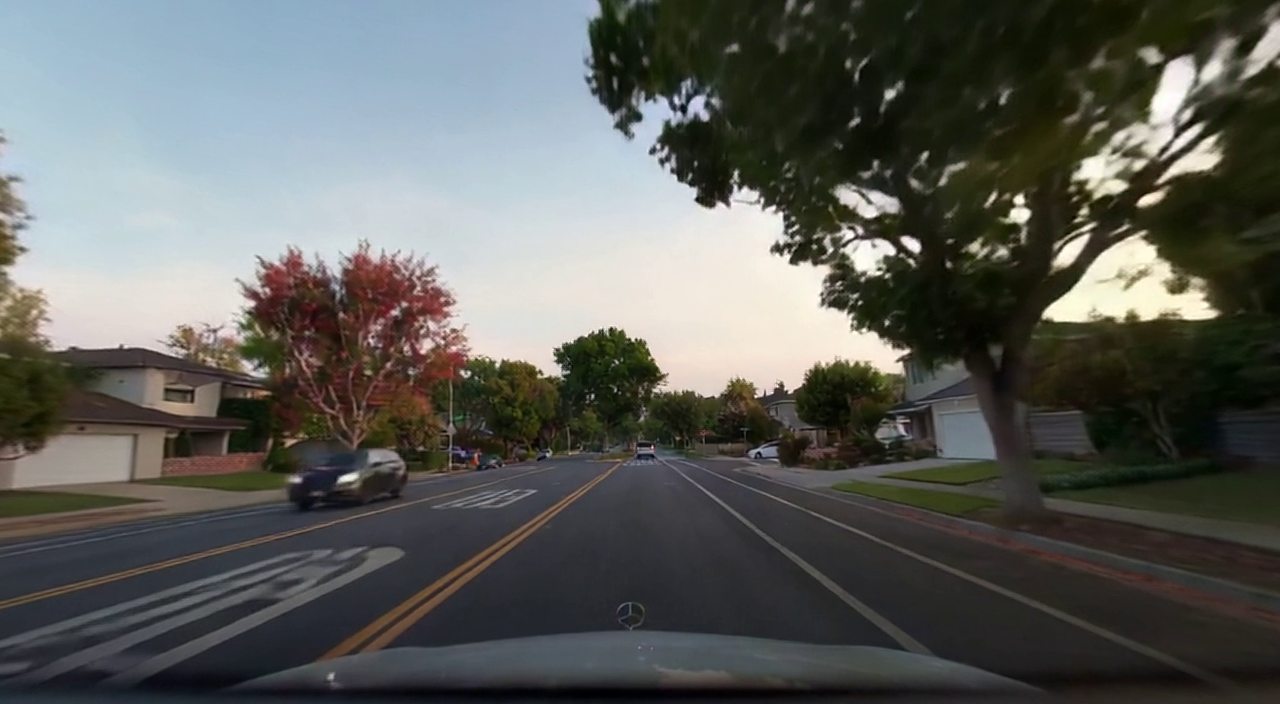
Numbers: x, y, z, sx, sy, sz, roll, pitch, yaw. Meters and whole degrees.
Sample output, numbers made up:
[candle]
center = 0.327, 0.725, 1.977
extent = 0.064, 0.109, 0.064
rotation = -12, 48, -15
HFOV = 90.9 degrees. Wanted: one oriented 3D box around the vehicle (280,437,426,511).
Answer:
[vehicle]
center = -7.627, 3.255, 17.295
extent = 1.977, 1.753, 4.128
rotation = 0, -8, 1
